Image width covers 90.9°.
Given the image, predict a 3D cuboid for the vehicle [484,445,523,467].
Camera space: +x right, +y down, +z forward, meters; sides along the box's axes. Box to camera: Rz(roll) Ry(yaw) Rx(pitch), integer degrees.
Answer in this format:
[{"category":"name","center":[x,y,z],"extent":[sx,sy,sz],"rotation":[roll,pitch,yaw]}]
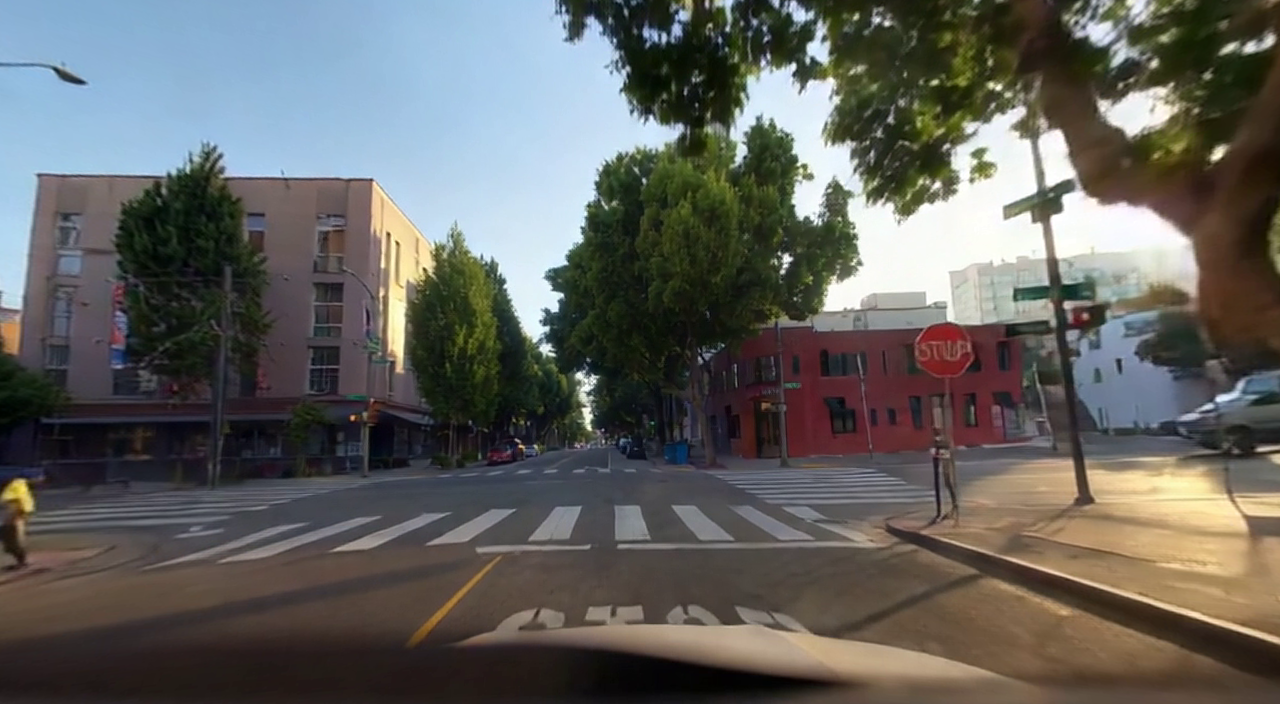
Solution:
[{"category":"vehicle","center":[-9.964,7.595,46.335],"extent":[2.033,1.491,4.298],"rotation":[0,-8,-2]}]
